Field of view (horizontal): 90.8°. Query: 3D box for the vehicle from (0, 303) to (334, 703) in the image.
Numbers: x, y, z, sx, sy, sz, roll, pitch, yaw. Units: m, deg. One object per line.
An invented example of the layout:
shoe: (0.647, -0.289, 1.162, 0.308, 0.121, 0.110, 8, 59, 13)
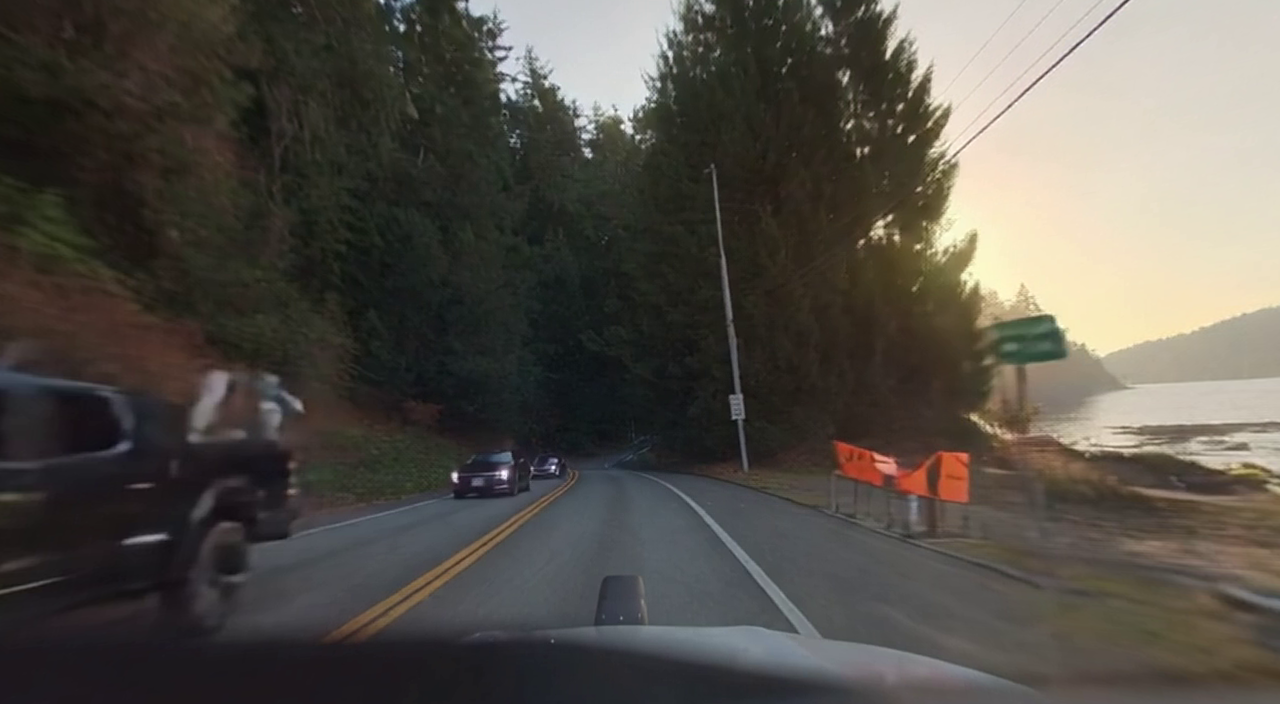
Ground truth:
vehicle: (-3.927, 0.823, 3.093, 2.221, 1.969, 5.153, 0, -8, 0)

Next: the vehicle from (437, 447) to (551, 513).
vehicle: (-3.568, 3.191, 16.302, 2.032, 1.444, 4.164, 0, -8, -1)
